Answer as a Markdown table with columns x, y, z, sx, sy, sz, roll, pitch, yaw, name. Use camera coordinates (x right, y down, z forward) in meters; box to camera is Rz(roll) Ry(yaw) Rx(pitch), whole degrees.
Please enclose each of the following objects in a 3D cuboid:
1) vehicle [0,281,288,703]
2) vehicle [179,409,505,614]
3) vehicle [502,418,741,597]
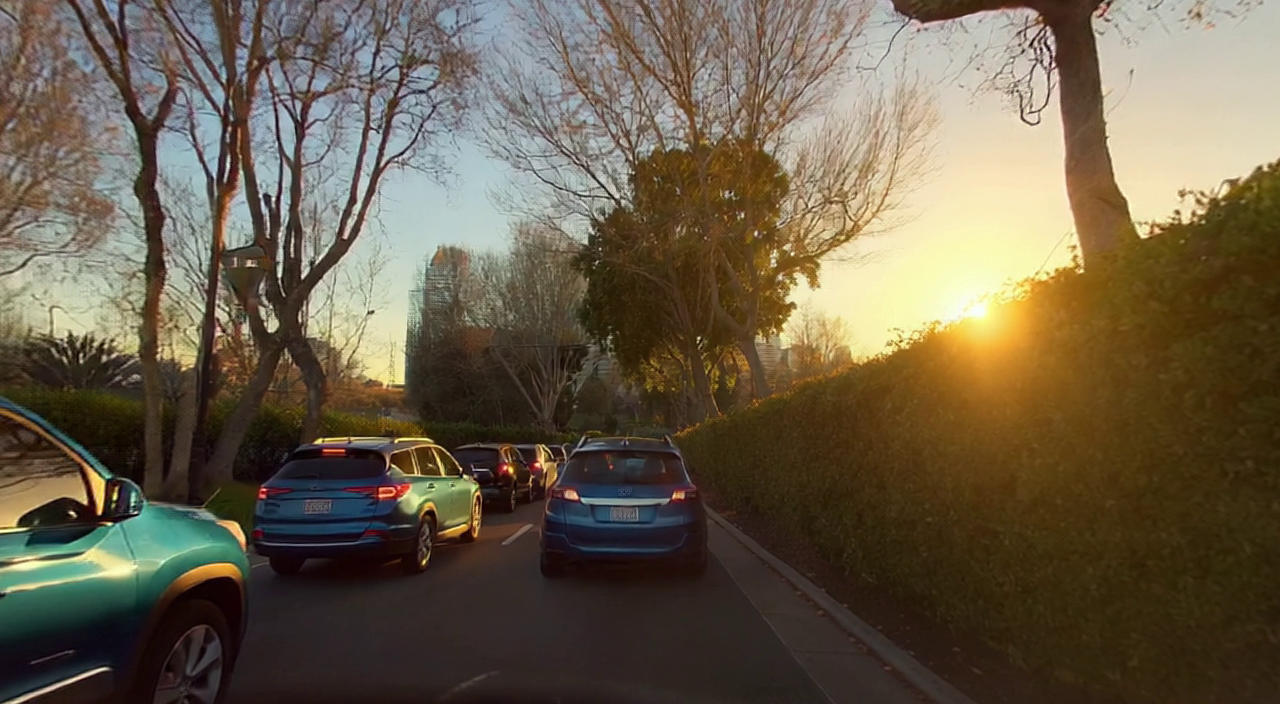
| x | y | z | sx | sy | sz | roll | pitch | yaw | name |
| --- | --- | --- | --- | --- | --- | --- | --- | --- | --- |
| -3.282 | 0.676 | 1.267 | 2.205 | 1.913 | 5.327 | -6 | -8 | -2 | vehicle |
| -3.407 | 1.861 | 8.321 | 2.256 | 1.728 | 4.421 | -6 | -8 | -2 | vehicle |
| -0.201 | 1.721 | 7.728 | 2.154 | 1.581 | 4.007 | 0 | -9 | -1 | vehicle |
